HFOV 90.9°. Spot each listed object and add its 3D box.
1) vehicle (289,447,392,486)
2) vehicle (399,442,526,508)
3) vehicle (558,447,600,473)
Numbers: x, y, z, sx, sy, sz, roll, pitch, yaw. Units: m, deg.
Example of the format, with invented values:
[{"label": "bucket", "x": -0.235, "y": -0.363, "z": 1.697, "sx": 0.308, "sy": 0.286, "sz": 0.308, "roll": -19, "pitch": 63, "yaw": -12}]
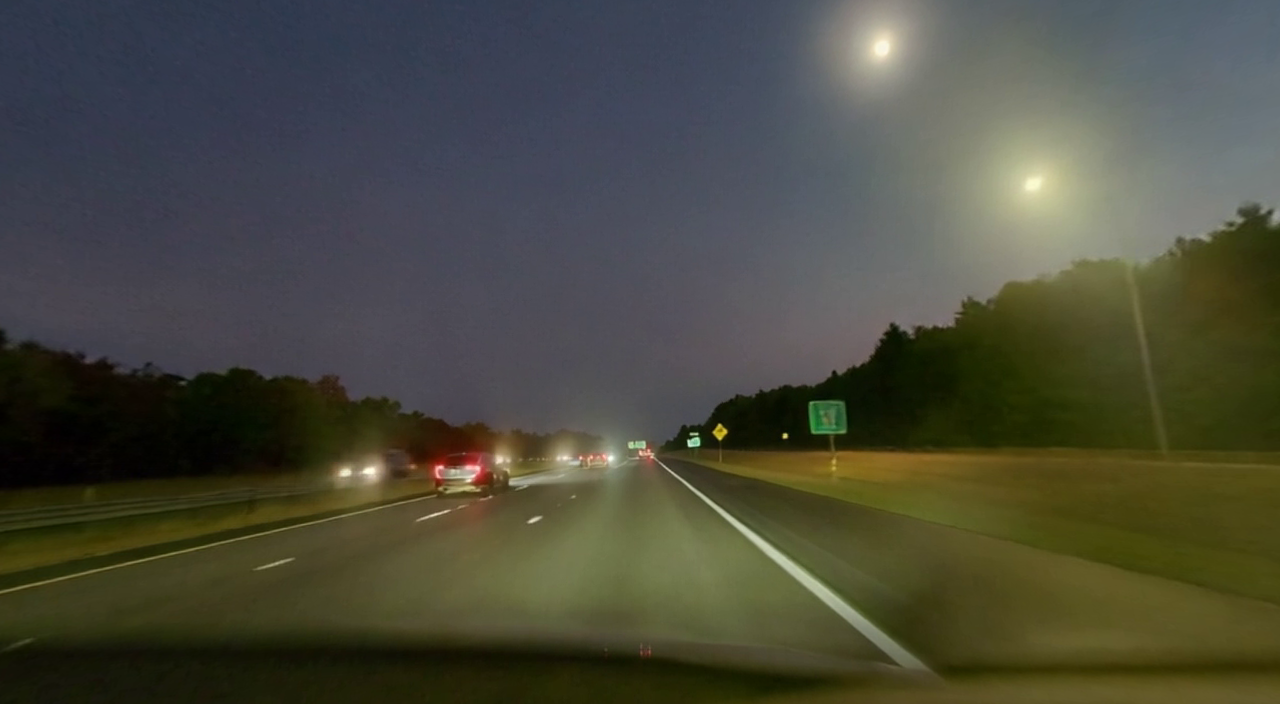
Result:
[{"label": "vehicle", "x": -13.470, "y": 5.161, "z": 28.817, "sx": 2.009, "sy": 1.590, "sz": 5.425, "roll": 0, "pitch": -9, "yaw": 0}, {"label": "vehicle", "x": -4.503, "y": 3.190, "z": 16.816, "sx": 1.975, "sy": 1.501, "sz": 4.603, "roll": 0, "pitch": -9, "yaw": 1}, {"label": "vehicle", "x": -3.537, "y": 6.355, "z": 37.223, "sx": 2.005, "sy": 1.474, "sz": 3.921, "roll": 0, "pitch": -9, "yaw": 1}]
